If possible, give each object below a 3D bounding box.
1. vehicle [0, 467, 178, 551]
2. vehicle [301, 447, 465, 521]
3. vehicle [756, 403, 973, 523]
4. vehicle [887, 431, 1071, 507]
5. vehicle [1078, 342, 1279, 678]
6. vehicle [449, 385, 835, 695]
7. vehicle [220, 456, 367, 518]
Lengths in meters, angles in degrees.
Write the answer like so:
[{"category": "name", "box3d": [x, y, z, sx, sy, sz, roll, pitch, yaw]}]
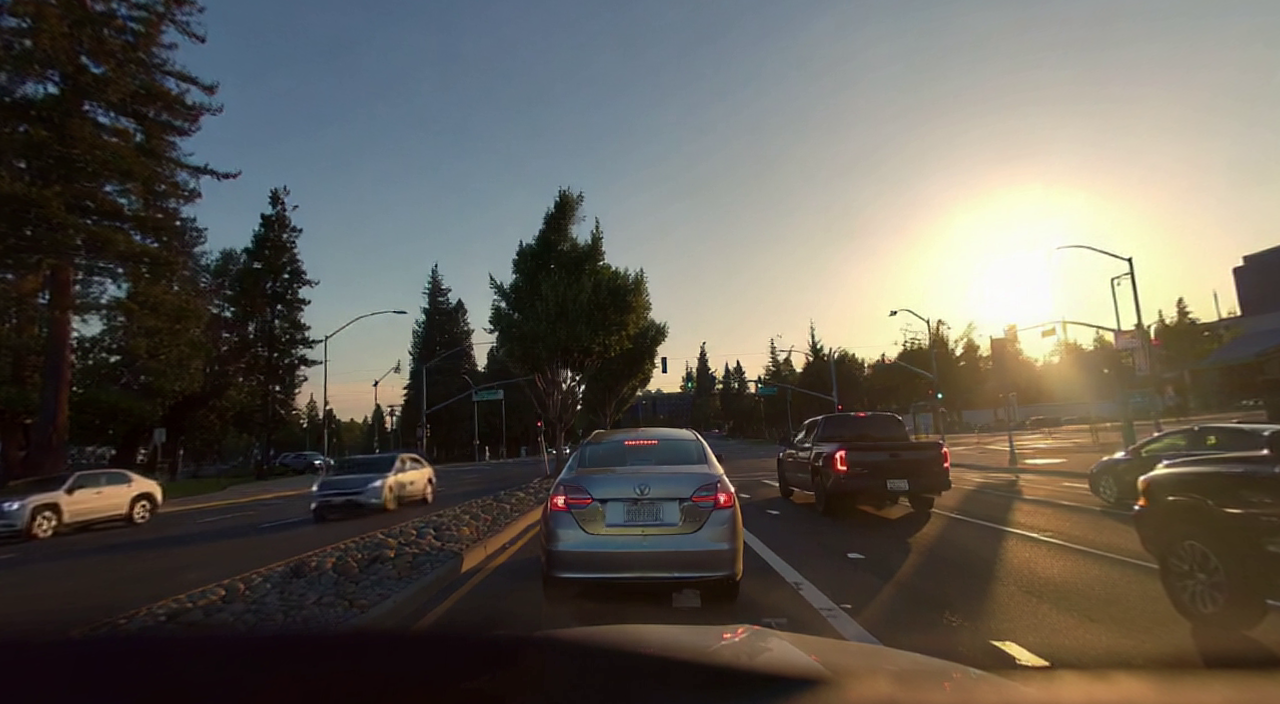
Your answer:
[{"category": "vehicle", "box3d": [-13.828, 3.634, 15.187, 1.935, 1.518, 4.415, -1, -8, 2]}, {"category": "vehicle", "box3d": [-6.087, 3.134, 15.641, 2.157, 1.492, 4.411, -2, -8, 1]}, {"category": "vehicle", "box3d": [4.167, 2.209, 13.103, 2.319, 1.930, 5.651, 0, -8, -1]}, {"category": "vehicle", "box3d": [7.594, 2.652, 14.769, 1.856, 1.487, 4.454, 0, -8, 0]}, {"category": "vehicle", "box3d": [4.452, 0.729, 2.586, 2.019, 1.803, 4.634, -1, -8, 1]}, {"category": "vehicle", "box3d": [-0.022, 1.315, 5.522, 2.116, 1.677, 3.948, 0, -8, -1]}, {"category": "vehicle", "box3d": [-9.800, 3.807, 18.290, 1.806, 1.473, 4.303, 0, -8, 0]}]
